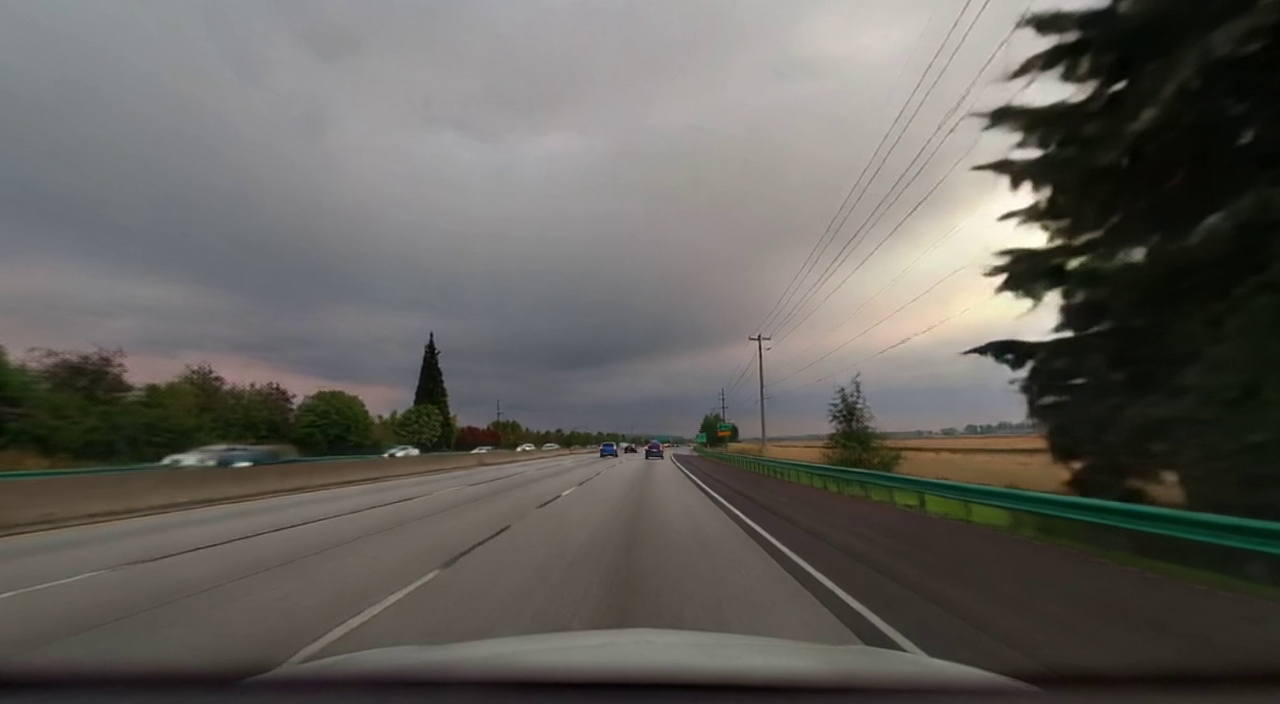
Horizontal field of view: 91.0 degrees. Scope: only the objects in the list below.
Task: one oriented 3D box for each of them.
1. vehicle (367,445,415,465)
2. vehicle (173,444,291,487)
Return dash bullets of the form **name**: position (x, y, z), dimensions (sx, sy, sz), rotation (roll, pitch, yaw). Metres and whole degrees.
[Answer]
- **vehicle**: position (-19.180, 7.952, 48.690), dimensions (1.847, 1.442, 4.222), rotation (0, -8, 2)
- **vehicle**: position (-15.646, 4.348, 24.445), dimensions (1.893, 1.494, 3.933), rotation (0, -8, 1)
